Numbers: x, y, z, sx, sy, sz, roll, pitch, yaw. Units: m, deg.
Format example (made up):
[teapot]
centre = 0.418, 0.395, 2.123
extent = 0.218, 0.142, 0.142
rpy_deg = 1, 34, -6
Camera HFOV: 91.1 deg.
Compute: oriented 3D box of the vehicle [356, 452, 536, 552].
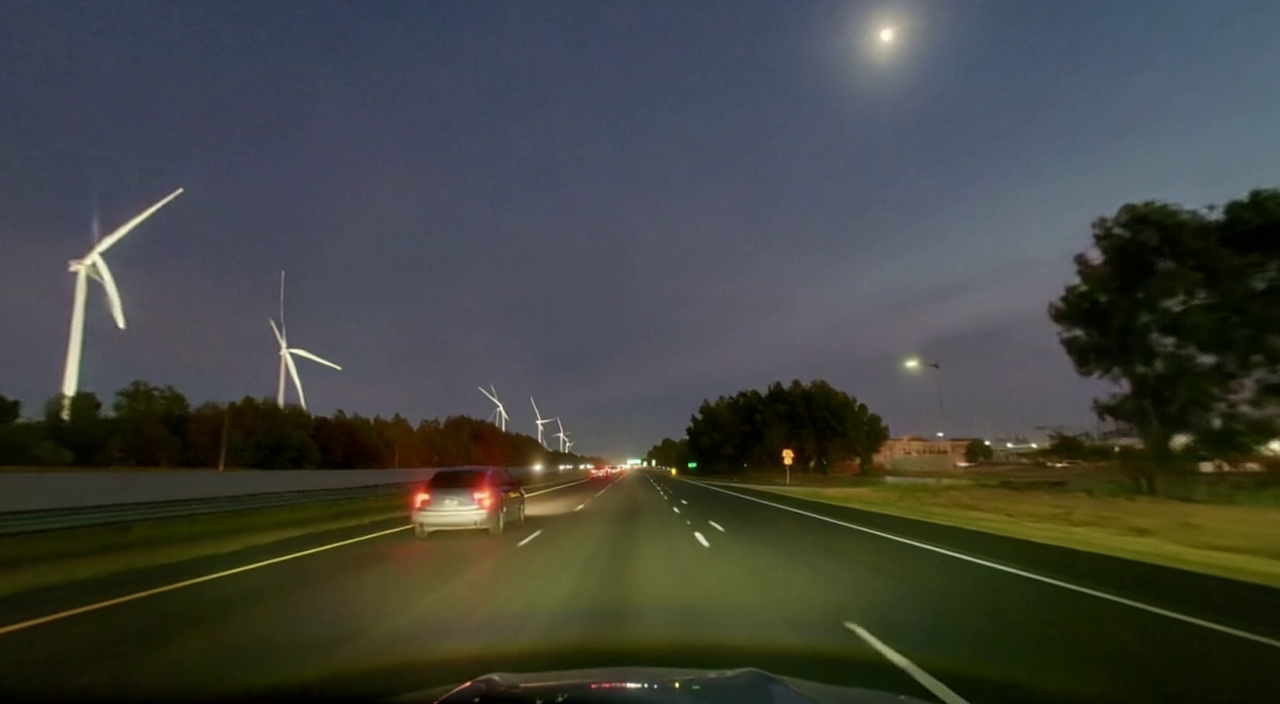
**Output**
[vehicle]
centre = -3.351, 2.710, 11.827
extent = 2.001, 1.486, 4.104
rpy_deg = 1, -11, 1
